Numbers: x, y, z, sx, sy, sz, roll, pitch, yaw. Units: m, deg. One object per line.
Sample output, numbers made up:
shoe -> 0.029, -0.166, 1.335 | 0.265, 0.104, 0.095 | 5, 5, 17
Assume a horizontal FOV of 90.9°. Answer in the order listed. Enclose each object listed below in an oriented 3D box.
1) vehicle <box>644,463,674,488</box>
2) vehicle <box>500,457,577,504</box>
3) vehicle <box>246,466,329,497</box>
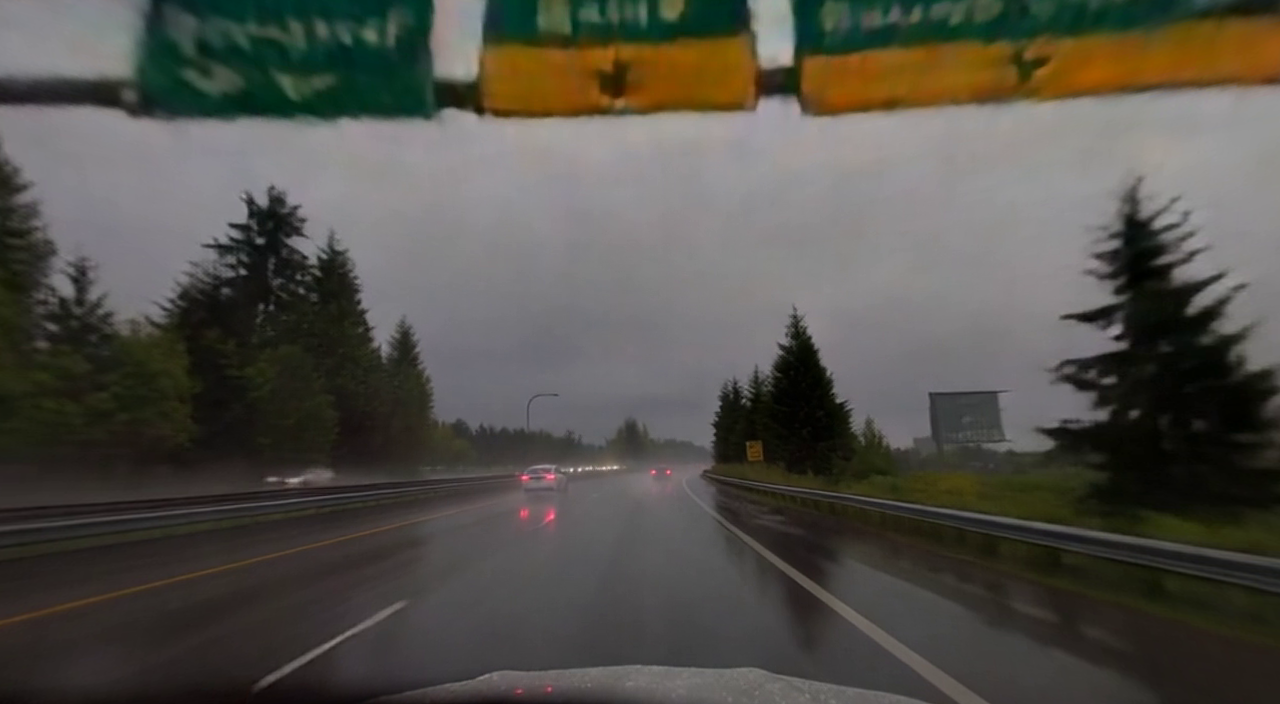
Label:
vehicle -> 1.390, 8.721, 44.618 | 2.000, 1.594, 3.996 | 1, -10, 2
vehicle -> -3.732, 4.880, 24.098 | 2.063, 1.556, 4.740 | 1, -10, 1
vehicle -> -18.003, 6.624, 32.416 | 1.760, 1.442, 4.112 | 1, -10, 2
